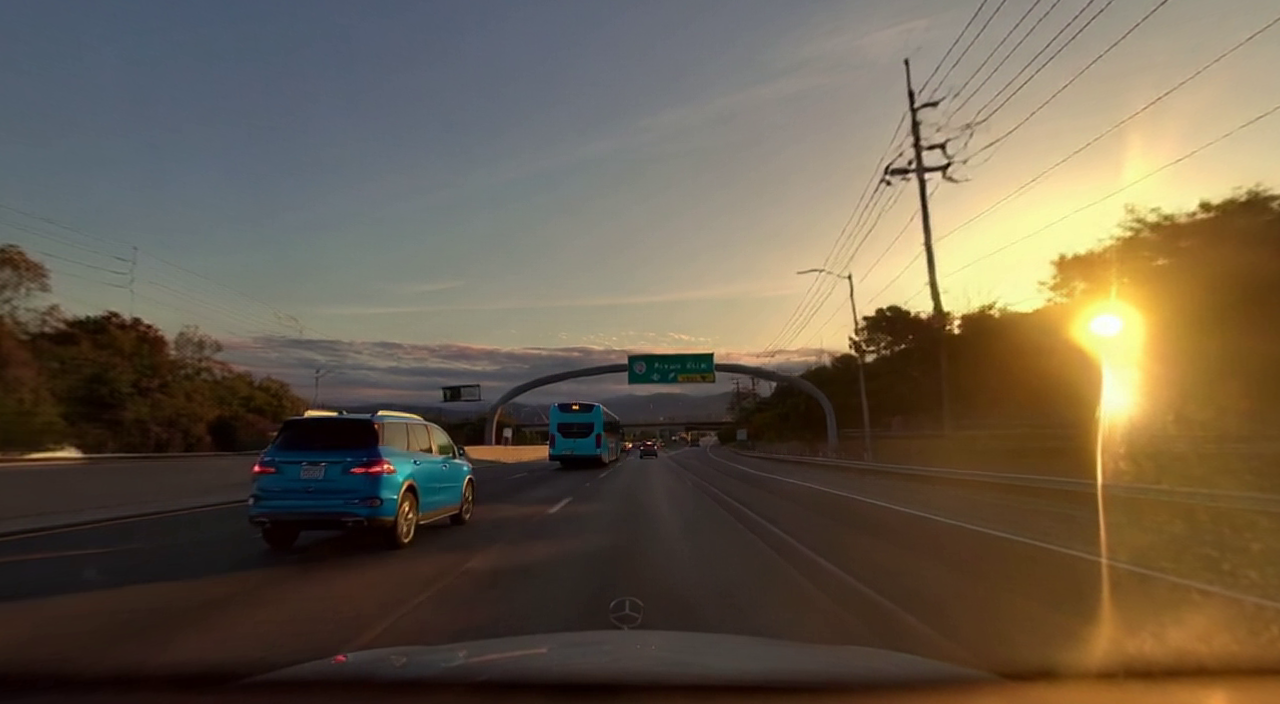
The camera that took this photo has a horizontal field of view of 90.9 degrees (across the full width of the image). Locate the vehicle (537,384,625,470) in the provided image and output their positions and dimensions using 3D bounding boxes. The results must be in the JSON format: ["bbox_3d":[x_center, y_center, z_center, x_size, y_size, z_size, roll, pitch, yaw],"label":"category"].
[{"bbox_3d":[-2.741,4.230,33.664,3.382,3.712,11.766,1,-9,1],"label":"vehicle"}]

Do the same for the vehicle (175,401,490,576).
[{"bbox_3d":[-3.585,1.674,8.473,2.021,1.730,4.223,0,-8,1],"label":"vehicle"}]
